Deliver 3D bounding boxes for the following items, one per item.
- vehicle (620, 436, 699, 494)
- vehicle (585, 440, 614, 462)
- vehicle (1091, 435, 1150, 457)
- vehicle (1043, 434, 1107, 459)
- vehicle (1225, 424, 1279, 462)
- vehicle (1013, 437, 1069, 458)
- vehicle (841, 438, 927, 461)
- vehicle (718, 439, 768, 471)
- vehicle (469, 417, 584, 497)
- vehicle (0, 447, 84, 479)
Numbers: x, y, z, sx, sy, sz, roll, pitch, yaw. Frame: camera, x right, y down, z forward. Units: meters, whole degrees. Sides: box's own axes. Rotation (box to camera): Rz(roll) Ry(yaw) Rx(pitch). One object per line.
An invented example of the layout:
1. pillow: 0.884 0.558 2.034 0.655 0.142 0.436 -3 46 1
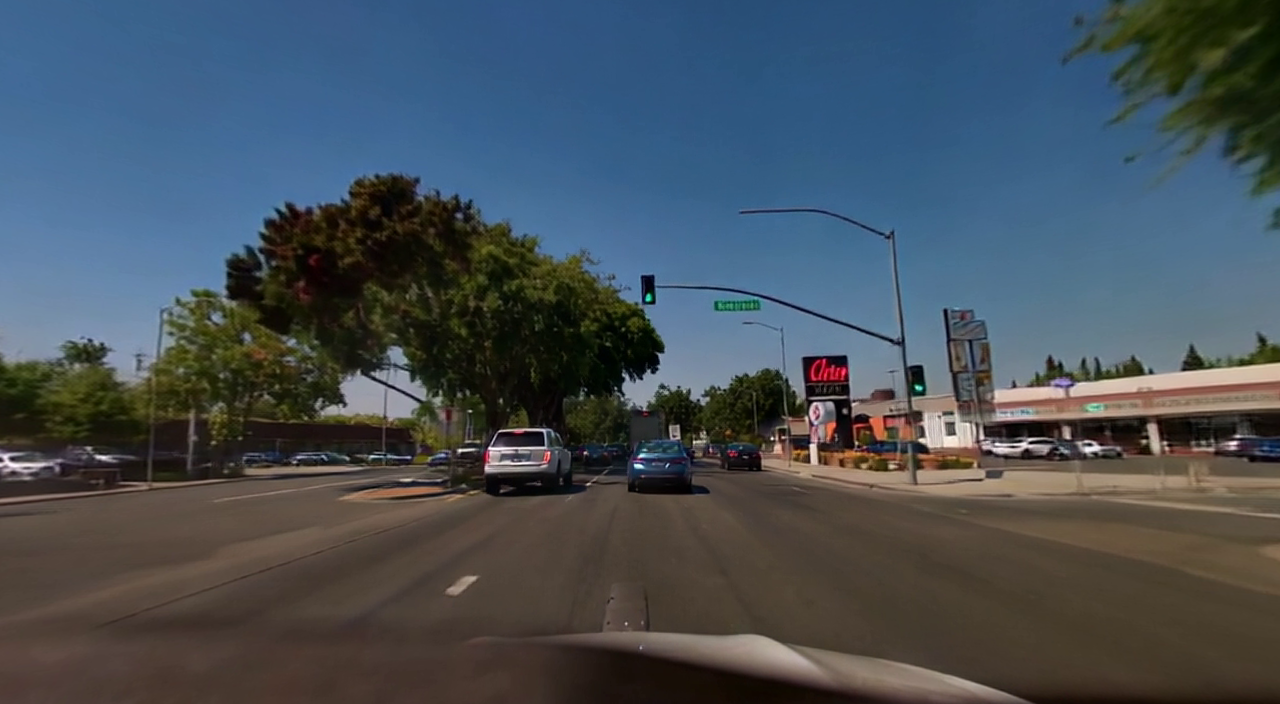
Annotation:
1. vehicle: 0.508 3.253 18.565 2.061 1.494 4.079 0 -8 0
2. vehicle: -2.969 7.369 46.893 1.902 1.522 3.523 0 -8 1
3. vehicle: 34.619 6.762 45.379 4.052 1.445 1.889 5 -10 -32
4. vehicle: 29.351 6.359 42.485 4.225 1.502 1.915 3 -9 -32
5. vehicle: 32.944 4.636 32.576 5.720 1.822 2.307 3 -9 -32
6. vehicle: 28.549 6.767 44.835 3.873 1.429 1.765 5 -10 -31
7. vehicle: 15.682 6.299 40.709 4.756 1.422 1.831 0 -8 -1
8. vehicle: 5.285 5.356 32.936 1.900 1.507 4.151 0 -8 0
9. vehicle: -3.016 2.963 18.158 2.289 1.935 5.227 0 -8 0
10. vehicle: -31.299 5.644 32.125 4.156 1.519 1.804 0 -8 0
